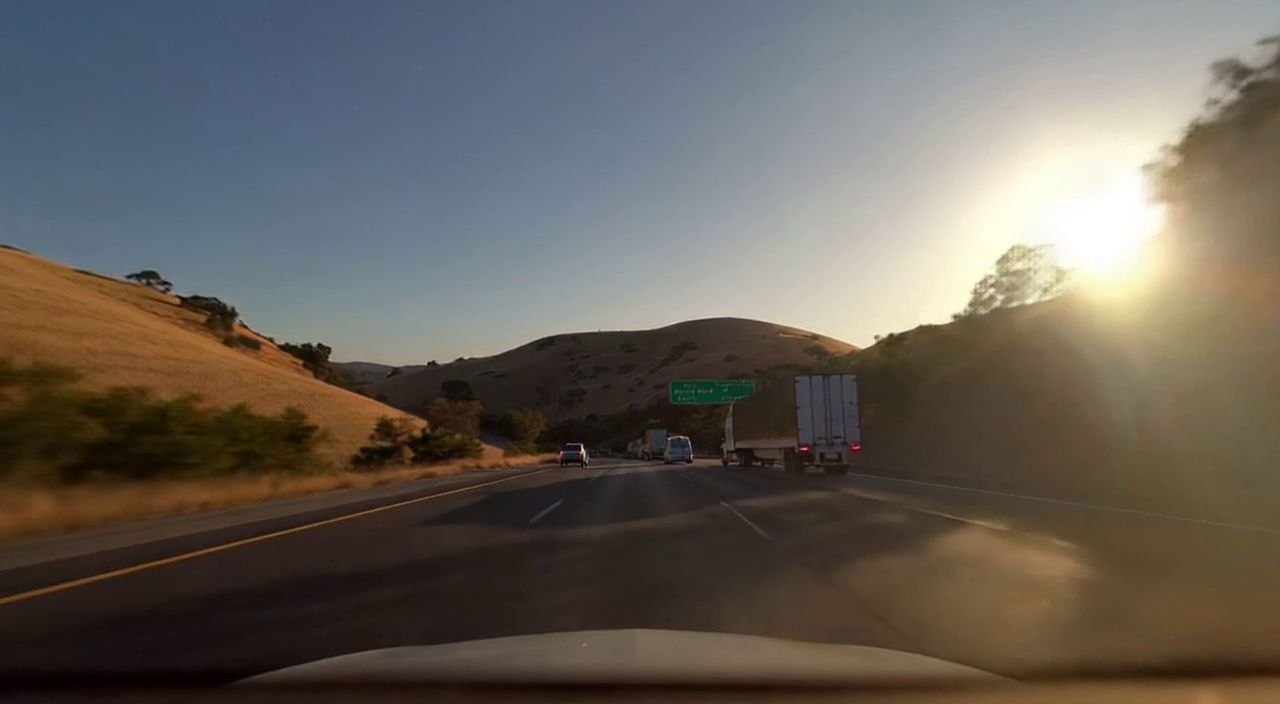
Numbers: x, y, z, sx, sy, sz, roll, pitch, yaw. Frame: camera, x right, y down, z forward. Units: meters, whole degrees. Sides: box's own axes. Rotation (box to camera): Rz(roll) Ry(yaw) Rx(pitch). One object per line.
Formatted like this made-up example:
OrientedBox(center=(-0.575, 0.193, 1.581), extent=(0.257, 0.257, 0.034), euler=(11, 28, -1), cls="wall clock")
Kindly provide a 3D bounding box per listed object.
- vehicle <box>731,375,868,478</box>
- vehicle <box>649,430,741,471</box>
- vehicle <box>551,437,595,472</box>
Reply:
OrientedBox(center=(7.669, 4.261, 33.948), extent=(2.935, 4.187, 16.357), euler=(0, -9, -1), cls="vehicle")
OrientedBox(center=(3.102, 5.709, 36.833), extent=(5.075, 2.277, 2.365), euler=(0, -9, -2), cls="vehicle")
OrientedBox(center=(-4.072, 6.298, 38.964), extent=(2.193, 1.977, 4.759), euler=(0, -9, 0), cls="vehicle")
